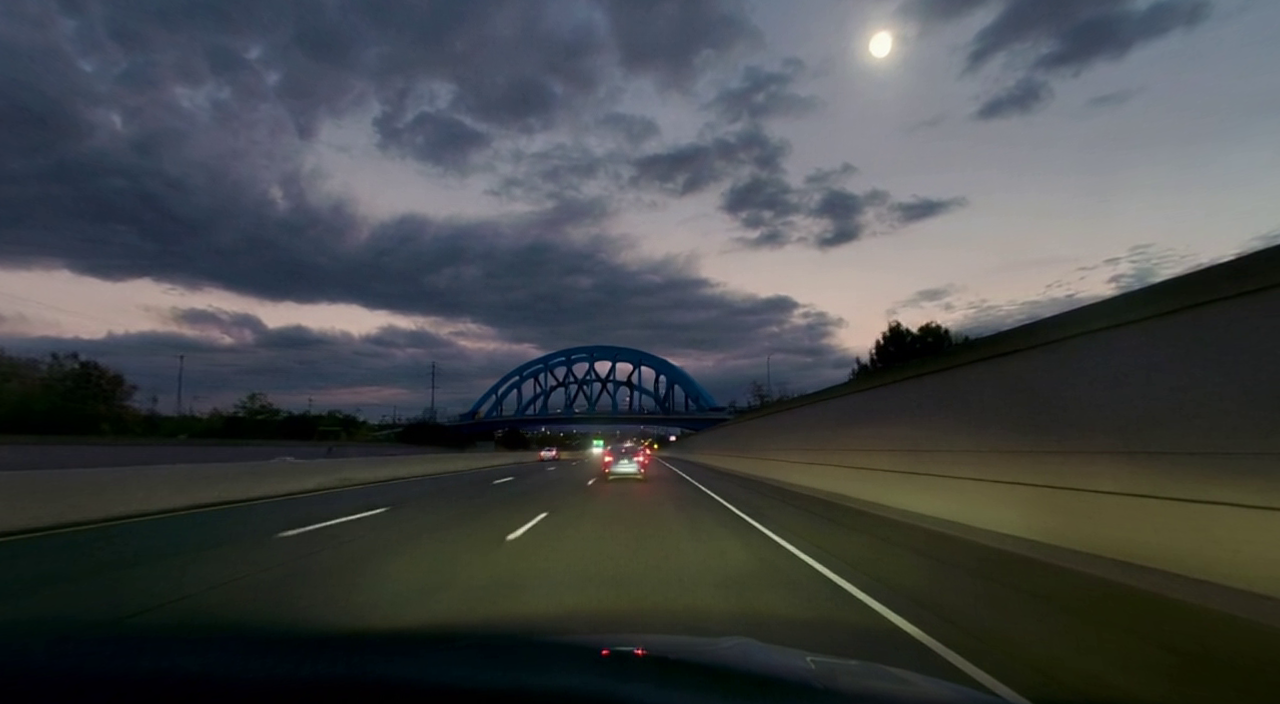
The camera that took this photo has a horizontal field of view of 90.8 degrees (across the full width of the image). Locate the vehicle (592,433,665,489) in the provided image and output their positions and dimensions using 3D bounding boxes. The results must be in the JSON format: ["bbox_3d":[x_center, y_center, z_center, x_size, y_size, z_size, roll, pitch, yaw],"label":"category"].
[{"bbox_3d":[-0.323,3.814,22.326,2.299,1.716,4.579,-1,-9,1],"label":"vehicle"}]
